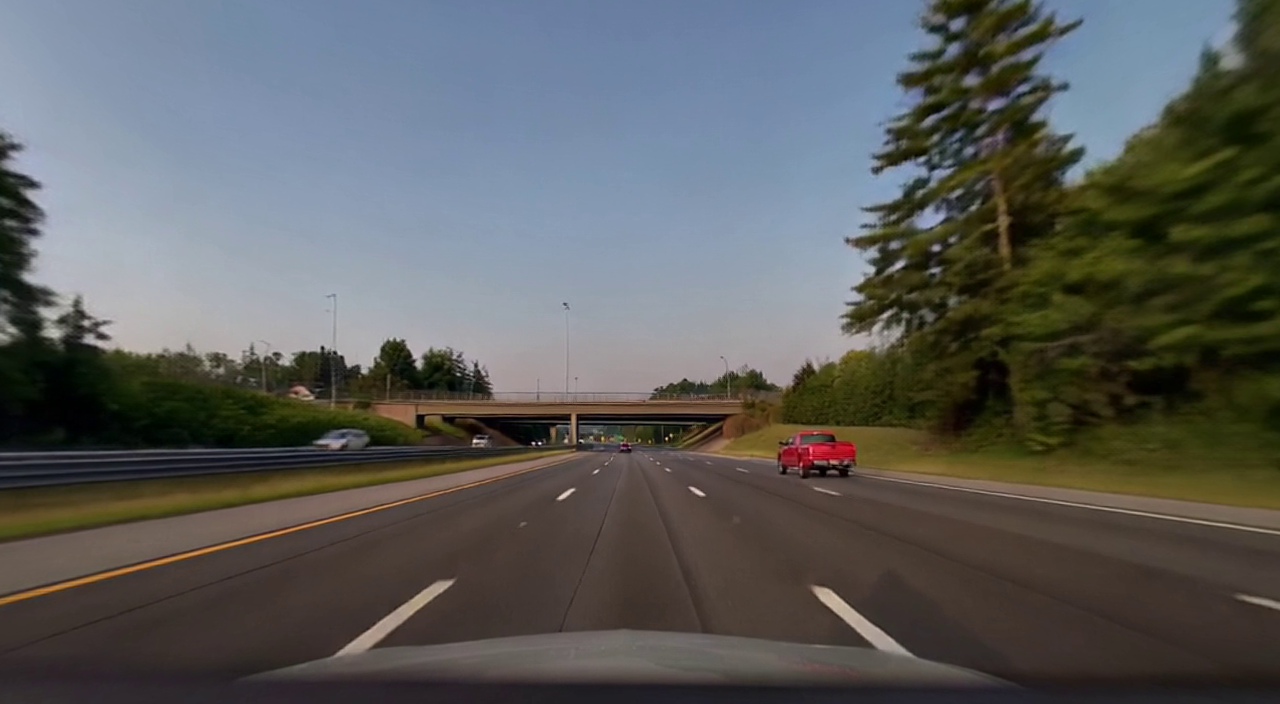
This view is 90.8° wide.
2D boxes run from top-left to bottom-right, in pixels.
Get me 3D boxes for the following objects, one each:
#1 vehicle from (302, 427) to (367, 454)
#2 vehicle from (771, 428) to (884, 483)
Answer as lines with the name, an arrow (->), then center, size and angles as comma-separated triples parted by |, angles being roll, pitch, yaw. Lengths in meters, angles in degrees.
vehicle -> -19.937, 5.848, 41.472 | 1.945, 1.626, 4.742 | -1, -9, 0
vehicle -> 6.907, 3.920, 24.252 | 2.395, 1.819, 6.086 | 0, -9, -1
